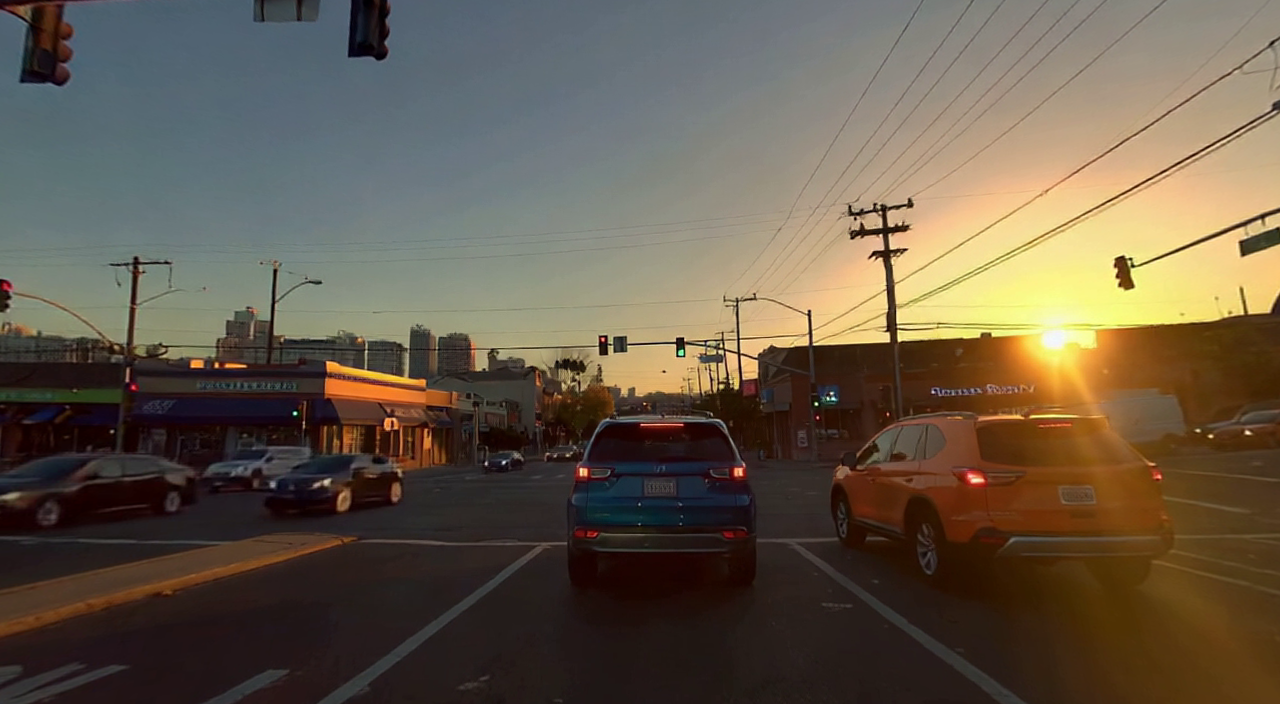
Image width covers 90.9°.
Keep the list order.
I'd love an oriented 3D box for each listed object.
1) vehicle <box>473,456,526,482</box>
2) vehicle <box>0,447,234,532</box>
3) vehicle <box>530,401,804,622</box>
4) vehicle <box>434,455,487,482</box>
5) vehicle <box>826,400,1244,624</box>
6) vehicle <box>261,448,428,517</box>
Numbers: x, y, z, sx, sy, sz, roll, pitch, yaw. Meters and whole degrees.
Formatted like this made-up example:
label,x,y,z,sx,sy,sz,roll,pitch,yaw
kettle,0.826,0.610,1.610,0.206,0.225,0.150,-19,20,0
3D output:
label,x,y,z,sx,sy,sz,roll,pitch,yaw
vehicle,-8.909,7.503,40.530,1.911,1.461,4.691,-1,-8,6
vehicle,-11.526,2.828,13.729,1.958,1.493,4.795,-1,-8,3
vehicle,0.259,1.506,6.827,2.098,1.682,3.778,0,-8,2
vehicle,-12.445,8.097,44.065,1.943,1.680,4.709,-1,-8,6
vehicle,3.605,1.516,6.934,1.976,1.664,4.189,-1,-8,2
vehicle,-7.201,3.187,15.973,1.924,1.453,4.343,-1,-8,3
